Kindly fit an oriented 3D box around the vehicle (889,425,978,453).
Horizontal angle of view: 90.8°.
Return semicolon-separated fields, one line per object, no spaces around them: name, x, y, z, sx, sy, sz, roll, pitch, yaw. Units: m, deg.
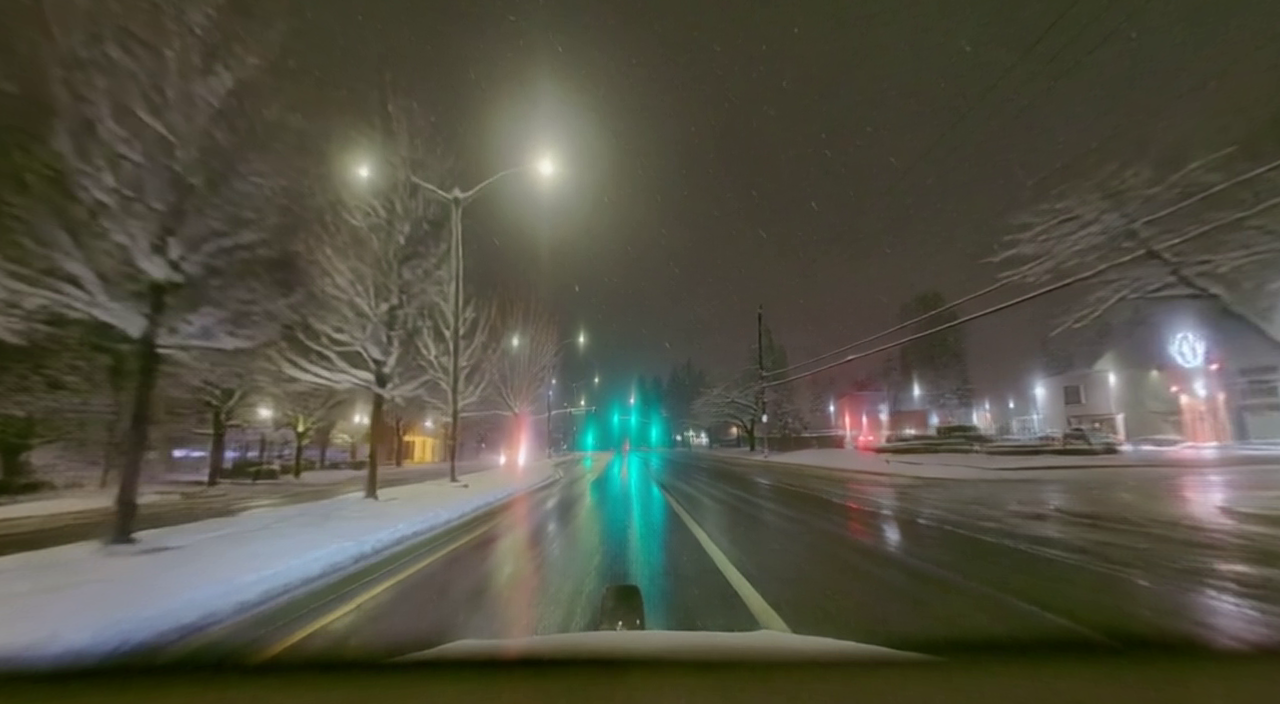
vehicle;18.753;5.588;40.471;4.688;1.658;1.950;0;-9;-1

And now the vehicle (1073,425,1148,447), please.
vehicle;32.165;5.799;43.354;1.716;1.424;4.210;0;-9;-3
